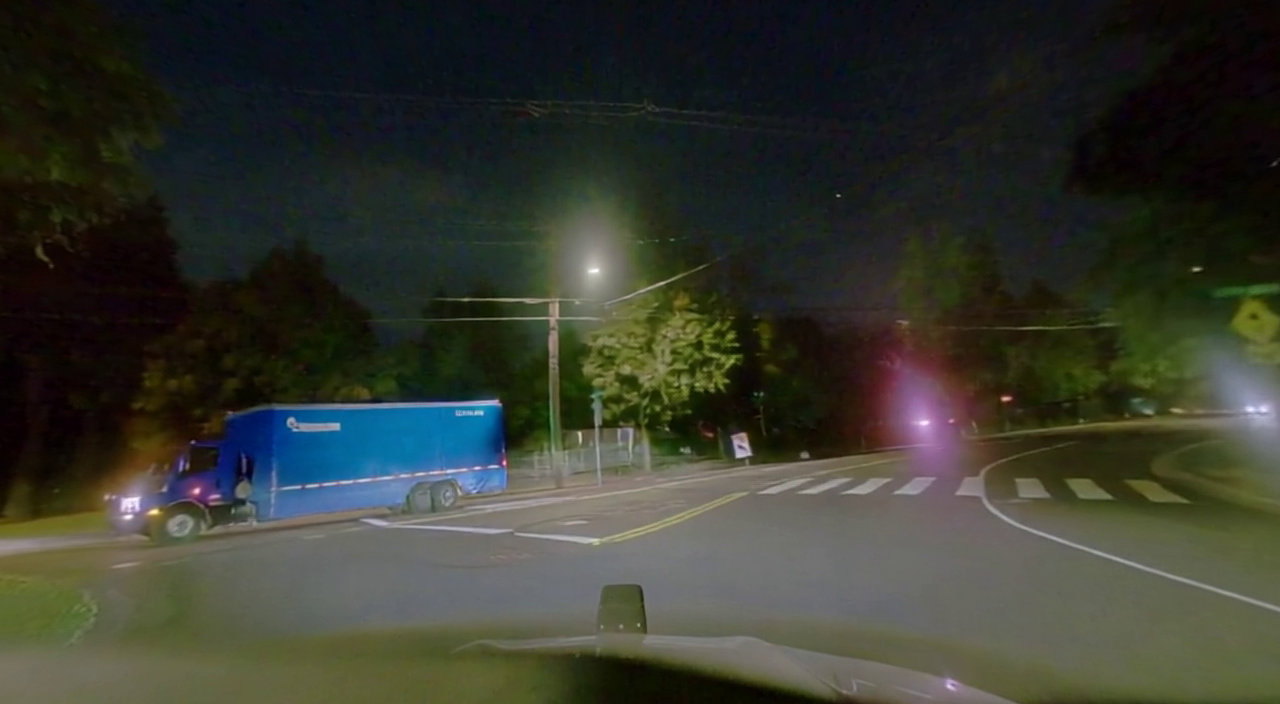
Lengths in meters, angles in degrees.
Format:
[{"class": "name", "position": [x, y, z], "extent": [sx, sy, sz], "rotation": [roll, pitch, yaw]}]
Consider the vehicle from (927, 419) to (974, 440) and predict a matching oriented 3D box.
[{"class": "vehicle", "position": [23.400, 5.865, 47.240], "extent": [4.075, 1.523, 1.837], "rotation": [8, -11, -44]}]

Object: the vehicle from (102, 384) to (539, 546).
[{"class": "vehicle", "position": [-7.815, 2.675, 16.884], "extent": [9.680, 3.326, 2.838], "rotation": [3, -8, -34]}]
